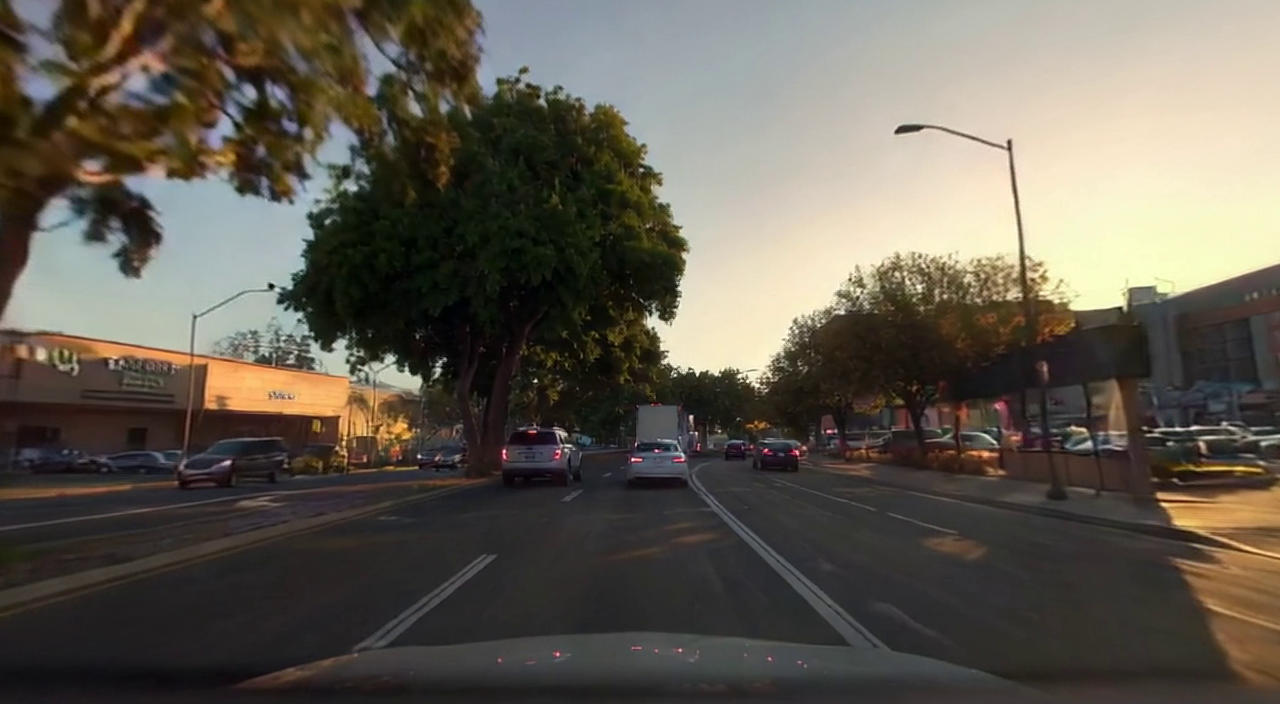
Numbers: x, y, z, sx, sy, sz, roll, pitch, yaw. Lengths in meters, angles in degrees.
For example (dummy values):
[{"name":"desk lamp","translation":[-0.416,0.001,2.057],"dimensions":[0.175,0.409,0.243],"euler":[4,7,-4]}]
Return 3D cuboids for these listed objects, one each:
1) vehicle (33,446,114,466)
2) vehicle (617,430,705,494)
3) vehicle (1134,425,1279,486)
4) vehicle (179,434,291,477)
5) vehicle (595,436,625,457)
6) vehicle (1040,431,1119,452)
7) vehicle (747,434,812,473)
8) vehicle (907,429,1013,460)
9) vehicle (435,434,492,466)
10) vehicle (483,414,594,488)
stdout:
[{"name":"vehicle","translation":[-42.909,7.856,47.782],"dimensions":[4.307,1.468,1.814],"euler":[0,-8,0]},{"name":"vehicle","translation":[0.518,2.893,16.906],"dimensions":[2.061,1.494,4.079],"euler":[0,-8,0]},{"name":"vehicle","translation":[15.501,2.556,15.740],"dimensions":[4.756,1.422,1.831],"euler":[0,-8,0]},{"name":"vehicle","translation":[-18.703,4.797,29.418],"dimensions":[2.141,1.820,4.690],"euler":[0,-8,-1]},{"name":"vehicle","translation":[-2.173,7.009,46.744],"dimensions":[1.902,1.522,3.523],"euler":[-1,-8,3]},{"name":"vehicle","translation":[31.651,6.503,45.591],"dimensions":[1.903,1.447,4.820],"euler":[1,-8,-6]},{"name":"vehicle","translation":[5.790,4.258,26.598],"dimensions":[1.900,1.507,4.151],"euler":[0,-8,2]},{"name":"vehicle","translation":[16.285,4.722,32.240],"dimensions":[4.323,1.496,1.937],"euler":[0,-8,0]},{"name":"vehicle","translation":[-8.943,5.010,32.247],"dimensions":[1.795,1.508,4.057],"euler":[0,-8,-1]},{"name":"vehicle","translation":[-2.843,2.967,19.105],"dimensions":[2.289,1.935,5.227],"euler":[0,-8,2]}]
